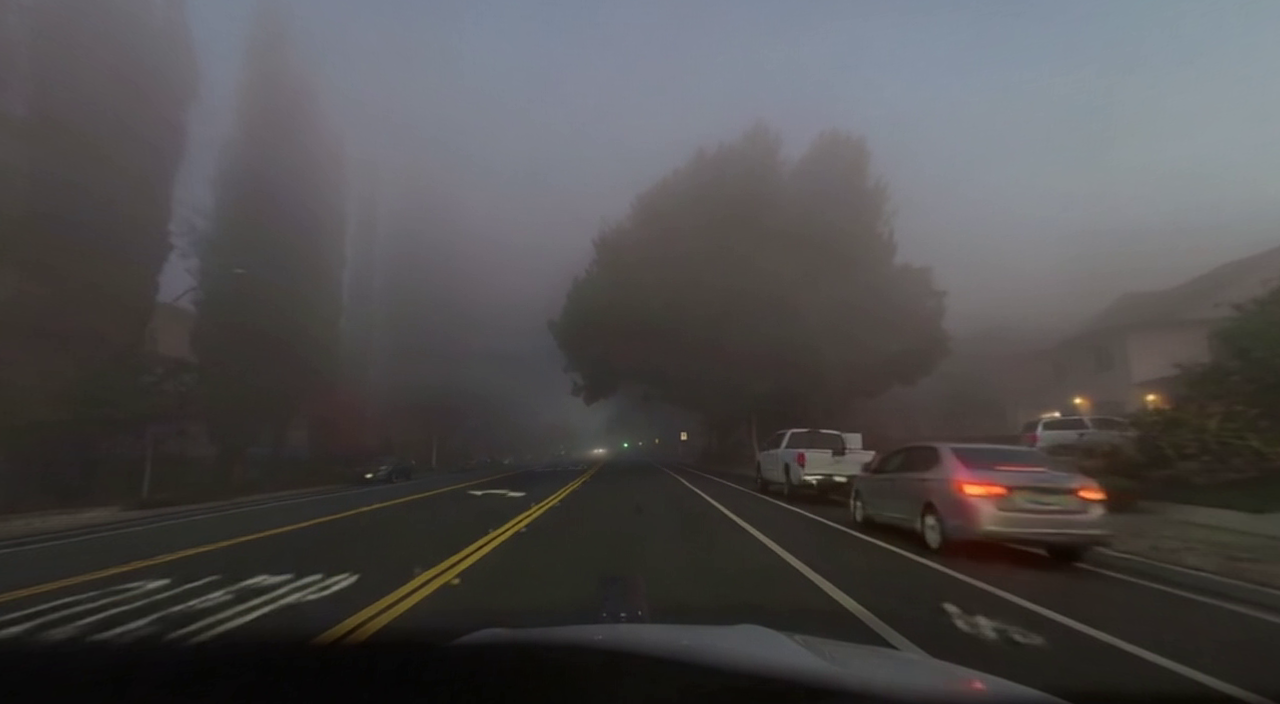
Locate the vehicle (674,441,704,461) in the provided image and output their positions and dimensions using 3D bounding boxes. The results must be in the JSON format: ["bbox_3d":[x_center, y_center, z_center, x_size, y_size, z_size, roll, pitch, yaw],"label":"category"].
[{"bbox_3d":[3.734,7.673,48.912,1.970,1.455,4.233,0,-8,-1],"label":"vehicle"}]

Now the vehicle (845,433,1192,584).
[{"bbox_3d":[4.494,1.882,8.525,1.919,1.474,4.370,0,-8,-1],"label":"vehicle"}]

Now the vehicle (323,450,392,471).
[{"bbox_3d":[-22.250,8.553,49.870,4.413,1.477,2.100,-1,-9,0],"label":"vehicle"}]

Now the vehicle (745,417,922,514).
[{"bbox_3d":[4.237,2.632,15.197,2.293,1.858,5.868,0,-8,-1],"label":"vehicle"}]
